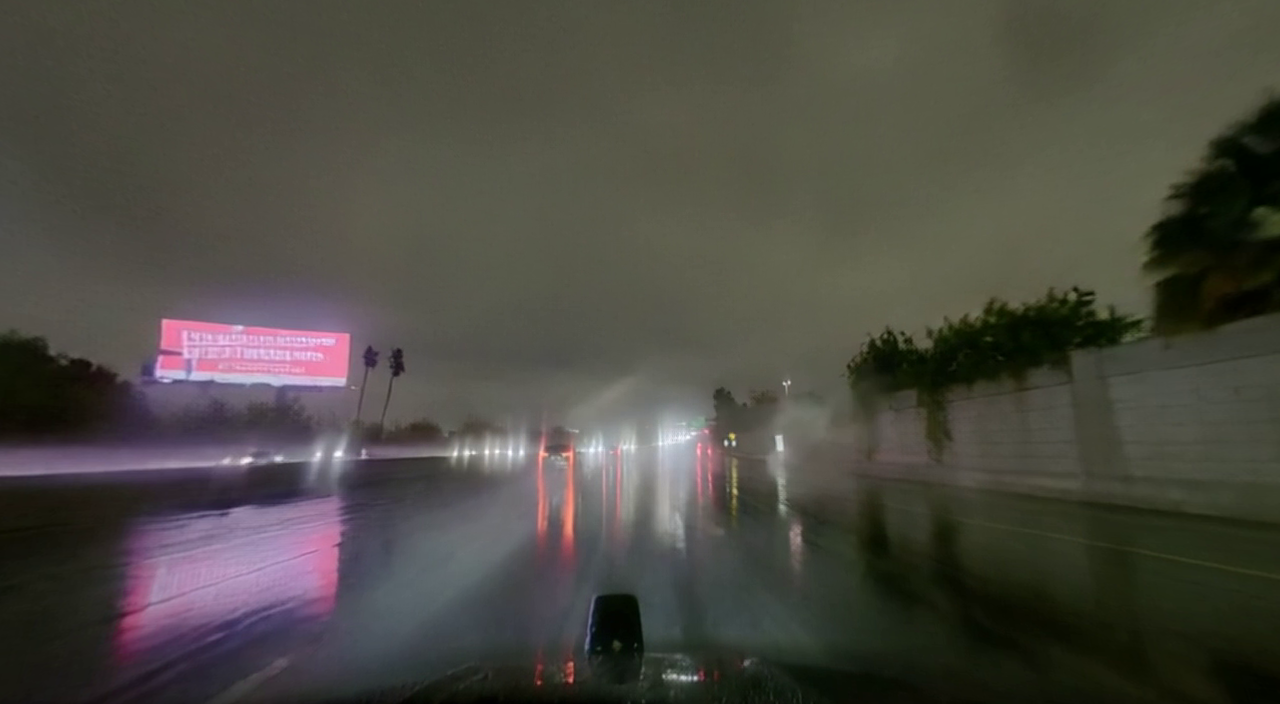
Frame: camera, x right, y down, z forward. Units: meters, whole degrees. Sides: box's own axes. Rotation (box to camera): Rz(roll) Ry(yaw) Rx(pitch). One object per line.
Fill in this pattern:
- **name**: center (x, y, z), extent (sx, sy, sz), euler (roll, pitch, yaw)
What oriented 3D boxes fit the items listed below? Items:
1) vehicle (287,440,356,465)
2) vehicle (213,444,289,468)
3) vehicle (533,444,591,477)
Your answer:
- **vehicle**: center (-21.417, 6.803, 42.713), extent (2.147, 1.576, 4.500), euler (-1, -9, 3)
- **vehicle**: center (-25.503, 6.810, 41.640), extent (2.077, 1.454, 4.492), euler (0, -9, 2)
- **vehicle**: center (-3.719, 5.261, 30.971), extent (2.078, 1.457, 4.648), euler (0, -8, 3)
